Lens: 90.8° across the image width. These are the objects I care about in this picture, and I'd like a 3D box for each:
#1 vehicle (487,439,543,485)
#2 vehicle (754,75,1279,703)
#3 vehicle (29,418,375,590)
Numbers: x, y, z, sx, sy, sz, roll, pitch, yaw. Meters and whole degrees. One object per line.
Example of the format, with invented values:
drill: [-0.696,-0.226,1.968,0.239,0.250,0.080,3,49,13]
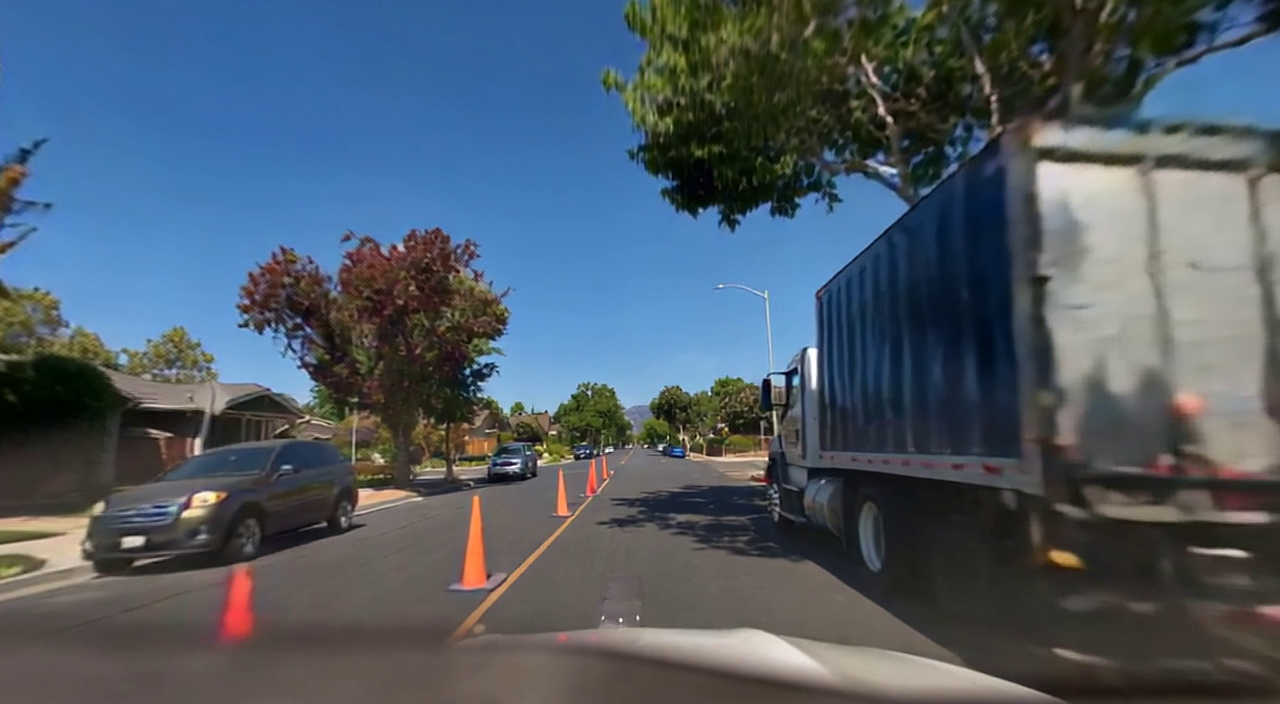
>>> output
vehicle: [-5.788,5.096,29.678,2.087,1.835,4.445,-1,-7,-5]
vehicle: [3.199,0.608,6.556,2.750,3.440,6.535,0,-8,0]
vehicle: [-6.207,2.145,9.901,2.210,1.849,4.638,-4,-8,-2]
